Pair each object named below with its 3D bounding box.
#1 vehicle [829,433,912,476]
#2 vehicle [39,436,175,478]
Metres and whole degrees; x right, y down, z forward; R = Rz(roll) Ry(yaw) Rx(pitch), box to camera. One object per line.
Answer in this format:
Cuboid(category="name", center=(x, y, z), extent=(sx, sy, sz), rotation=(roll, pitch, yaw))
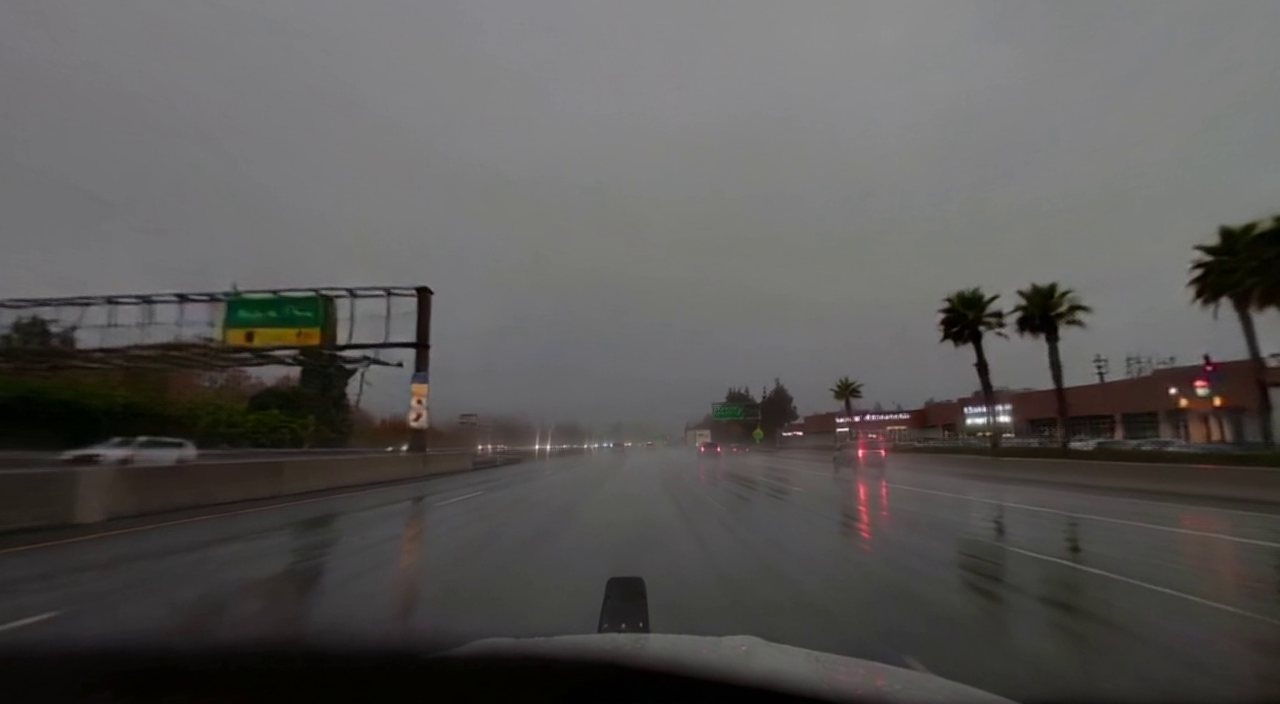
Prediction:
Cuboid(category="vehicle", center=(10.947, 4.899, 30.382), extent=(2.168, 1.861, 4.678), rotation=(0, -8, -1))
Cuboid(category="vehicle", center=(-22.193, 4.394, 26.508), extent=(1.885, 1.594, 4.297), rotation=(0, -9, 1))
